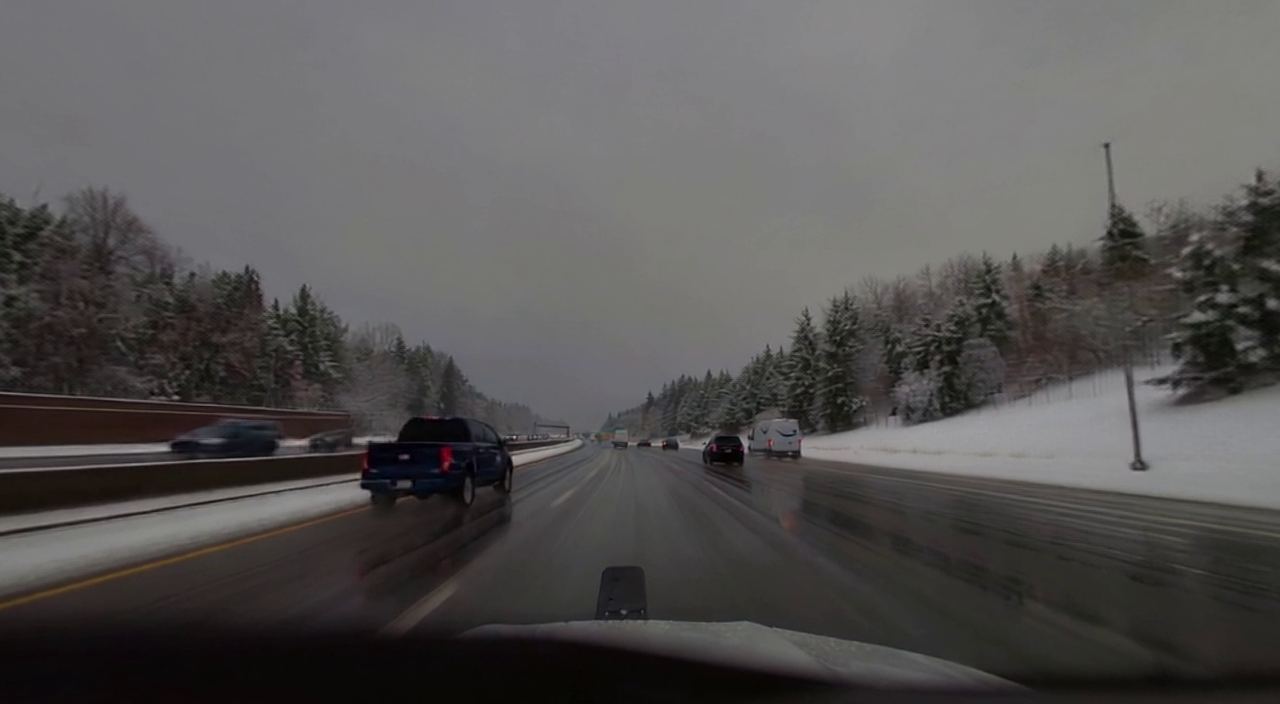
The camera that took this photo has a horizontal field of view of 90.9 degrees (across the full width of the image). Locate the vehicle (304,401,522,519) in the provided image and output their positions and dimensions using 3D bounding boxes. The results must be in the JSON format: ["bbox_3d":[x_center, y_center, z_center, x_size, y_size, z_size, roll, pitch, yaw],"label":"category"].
[{"bbox_3d":[-4.219,2.167,13.136,2.331,1.884,5.787,-1,-8,1],"label":"vehicle"}]

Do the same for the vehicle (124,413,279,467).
[{"bbox_3d":[-17.693,3.635,25.949,2.279,1.925,5.802,0,-8,-1],"label":"vehicle"}]

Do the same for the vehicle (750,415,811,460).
[{"bbox_3d":[9.465,5.909,43.222,2.274,2.802,6.802,0,-8,-3],"label":"vehicle"}]

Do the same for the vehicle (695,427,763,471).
[{"bbox_3d":[3.751,4.194,27.401,2.141,1.732,4.279,0,-8,-3],"label":"vehicle"}]
